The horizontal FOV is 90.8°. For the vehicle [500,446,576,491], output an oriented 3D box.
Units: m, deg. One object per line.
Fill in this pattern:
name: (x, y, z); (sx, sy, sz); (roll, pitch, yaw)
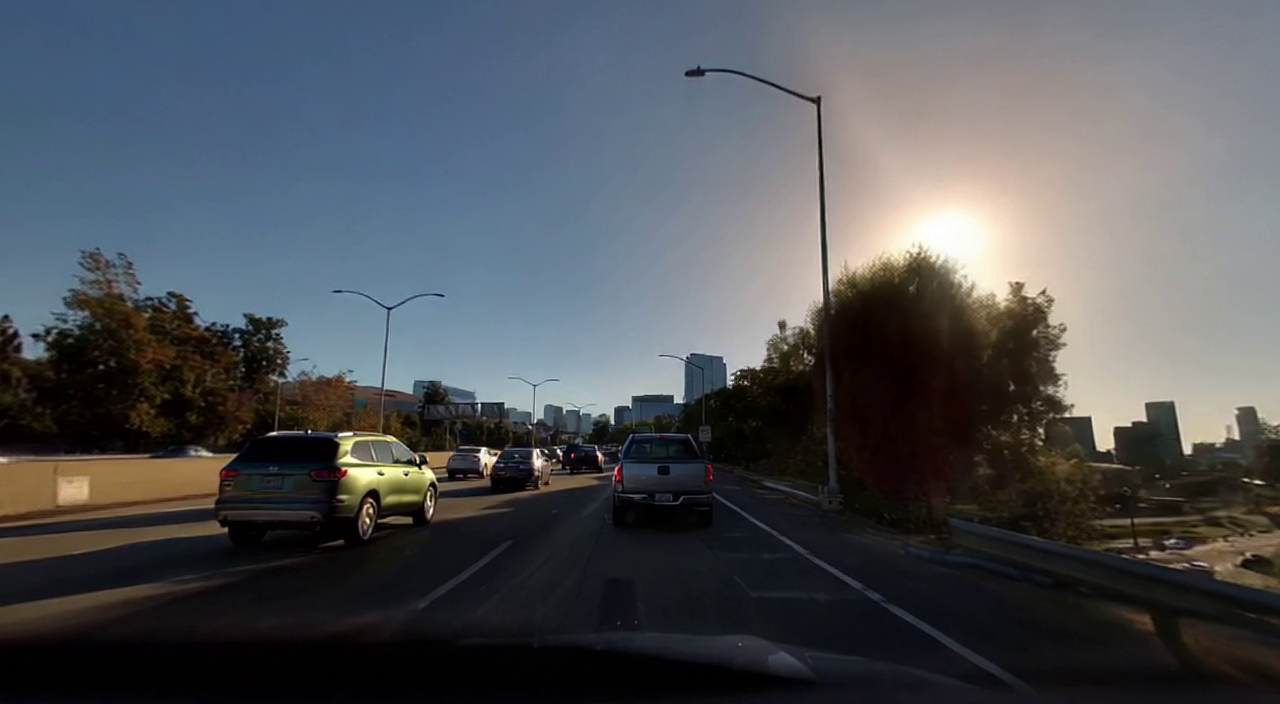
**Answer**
vehicle: (-3.620, 4.220, 23.235); (1.868, 1.470, 4.105); (-1, -9, 4)

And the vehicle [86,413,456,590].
vehicle: (-4.247, 1.777, 8.370); (2.076, 1.688, 4.334); (-1, -9, 3)

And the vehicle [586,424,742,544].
vehicle: (0.414, 2.251, 11.411); (2.235, 1.716, 4.435); (-1, -9, 2)
